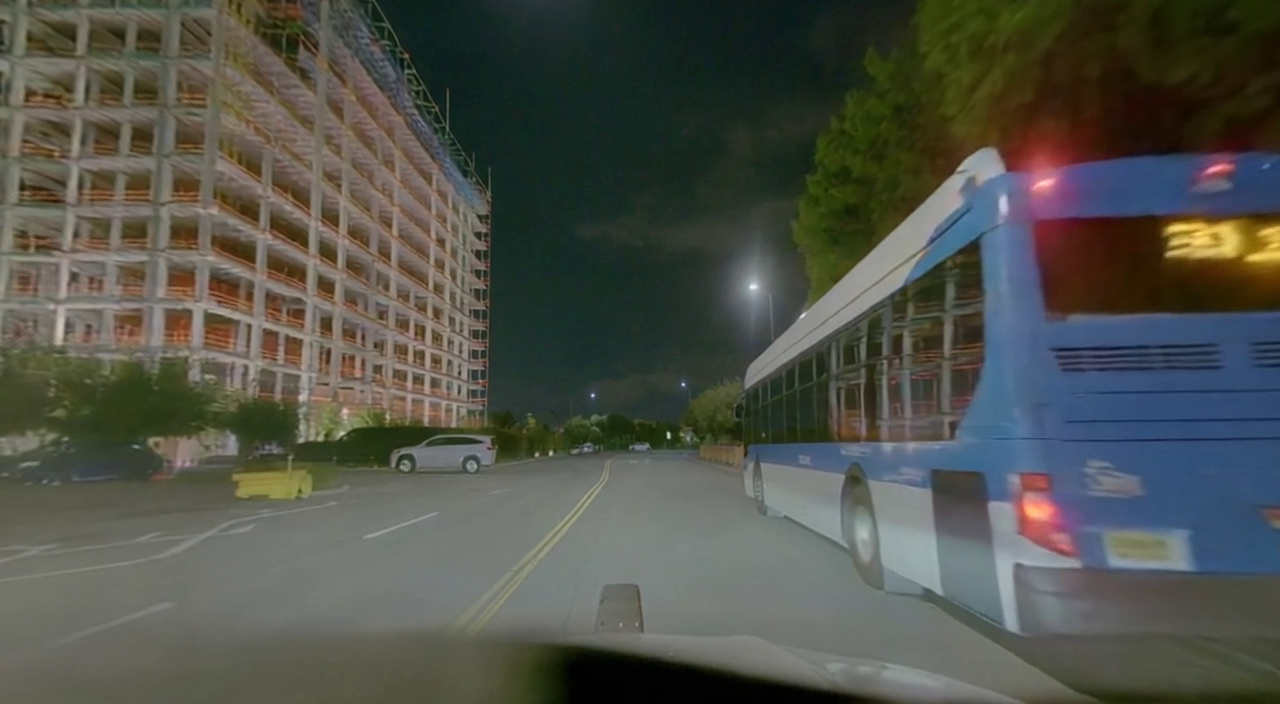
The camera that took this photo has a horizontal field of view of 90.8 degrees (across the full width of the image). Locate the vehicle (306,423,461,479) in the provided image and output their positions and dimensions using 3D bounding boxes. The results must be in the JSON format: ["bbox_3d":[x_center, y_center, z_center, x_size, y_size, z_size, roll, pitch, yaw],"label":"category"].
[{"bbox_3d":[-13.500,5.288,33.922,7.067,2.785,2.980,1,-8,-9],"label":"vehicle"}]

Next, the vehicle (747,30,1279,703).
[{"bbox_3d":[3.827,0.922,9.196,3.040,3.424,12.508,0,-8,3],"label":"vehicle"}]

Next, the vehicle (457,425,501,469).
[{"bbox_3d":[-8.012,4.724,31.635,1.515,2.074,2.668,0,-7,-1],"label":"vehicle"}]

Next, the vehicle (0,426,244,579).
[{"bbox_3d":[-7.821,1.795,7.899,4.689,1.683,2.065,5,-10,-30],"label":"vehicle"}]
